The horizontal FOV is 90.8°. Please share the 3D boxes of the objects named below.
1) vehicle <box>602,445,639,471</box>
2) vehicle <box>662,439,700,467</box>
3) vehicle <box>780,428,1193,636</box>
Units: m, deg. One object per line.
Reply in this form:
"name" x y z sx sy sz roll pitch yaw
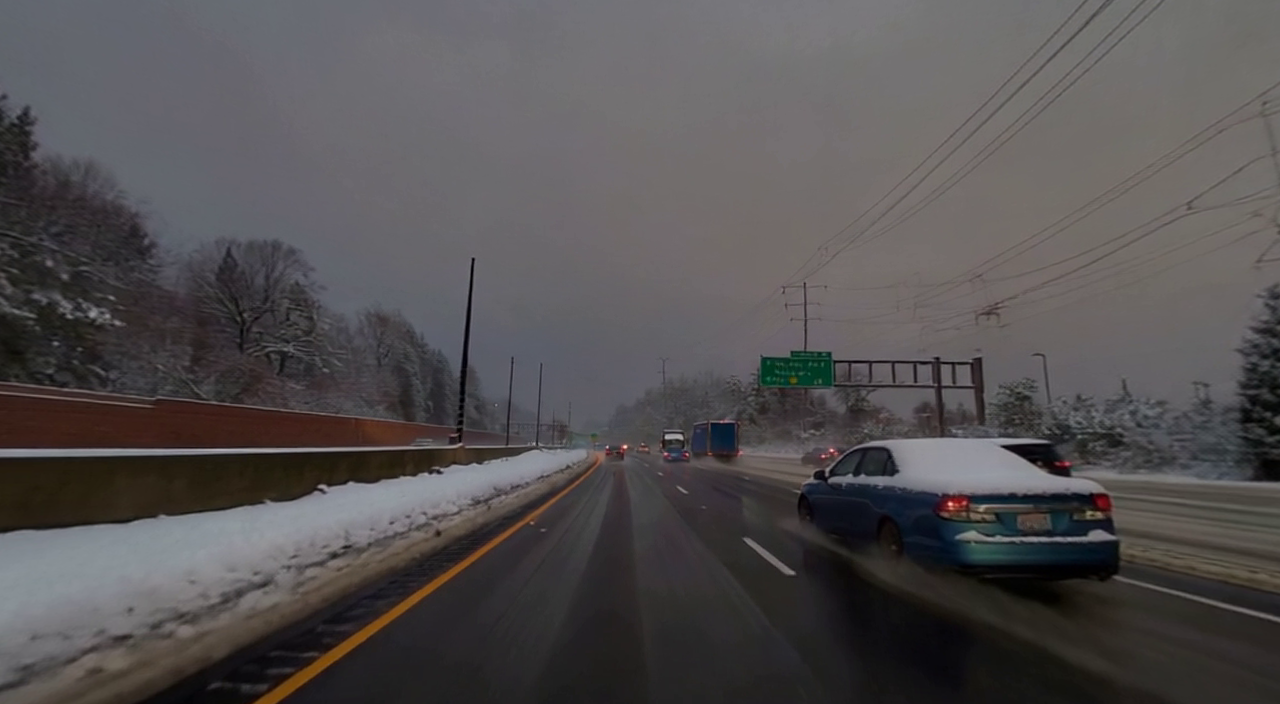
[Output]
"vehicle" -1.193 6.271 37.608 2.083 1.477 3.965 0 -9 -3
"vehicle" 2.752 6.951 43.623 2.114 1.849 4.692 0 -9 -3
"vehicle" 2.970 1.612 6.689 1.922 1.465 4.165 0 -9 -1
